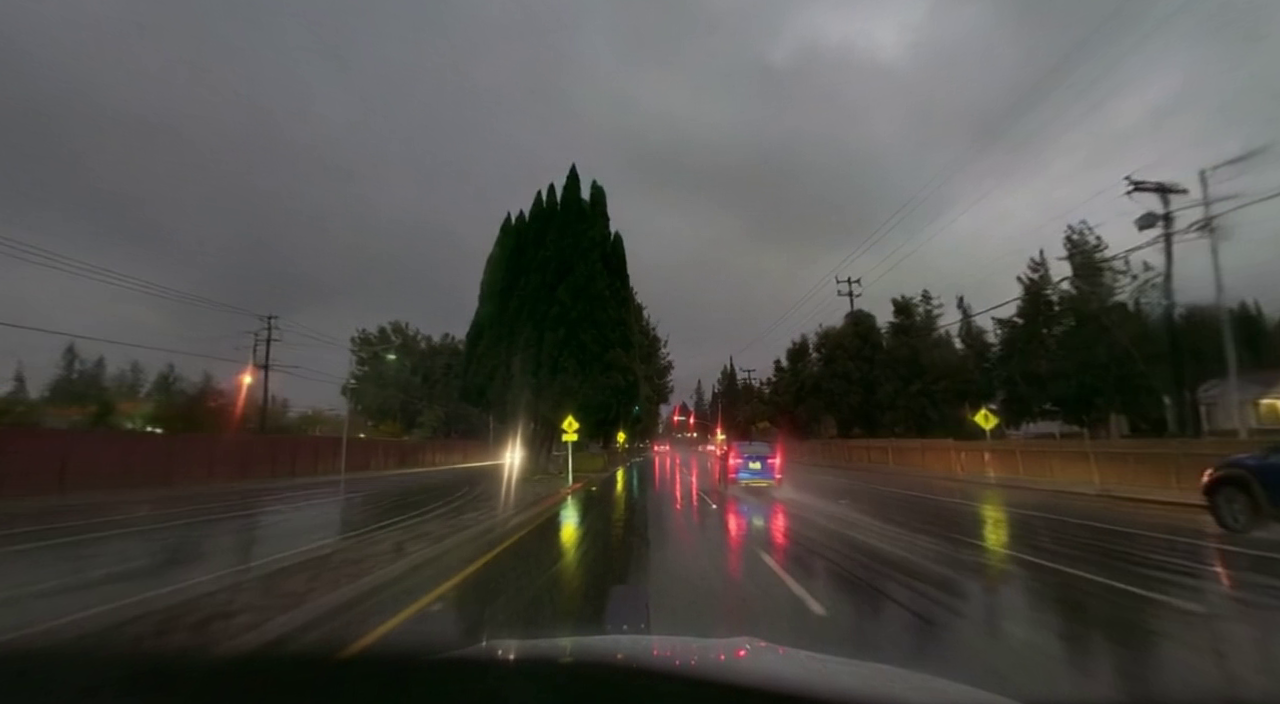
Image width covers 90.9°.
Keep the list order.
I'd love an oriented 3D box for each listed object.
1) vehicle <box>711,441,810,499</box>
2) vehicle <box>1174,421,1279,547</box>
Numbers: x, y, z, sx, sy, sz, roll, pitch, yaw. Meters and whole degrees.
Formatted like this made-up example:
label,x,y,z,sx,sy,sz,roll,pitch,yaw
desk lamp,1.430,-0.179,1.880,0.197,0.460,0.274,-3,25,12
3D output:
label,x,y,z,sx,sy,sz,roll,pitch,yaw
vehicle,3.358,3.364,18.400,2.063,1.481,4.247,0,-8,0
vehicle,9.751,1.725,8.040,1.978,1.700,4.461,0,-8,1
